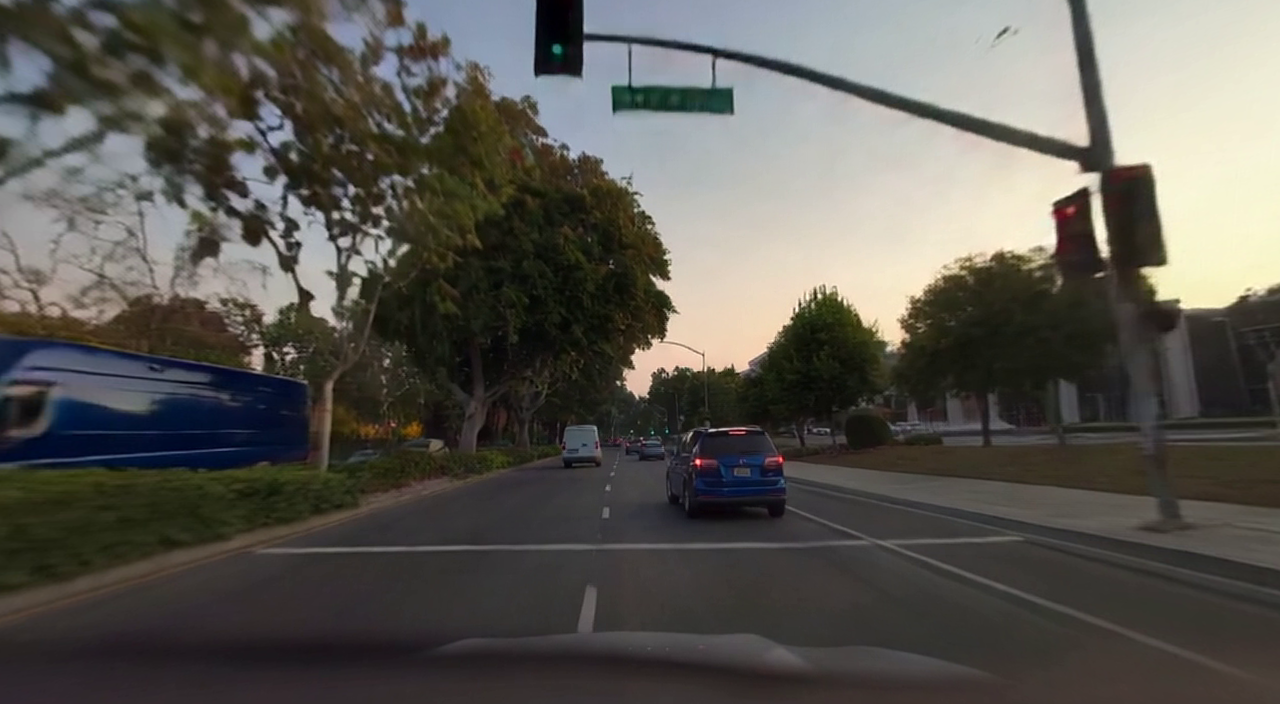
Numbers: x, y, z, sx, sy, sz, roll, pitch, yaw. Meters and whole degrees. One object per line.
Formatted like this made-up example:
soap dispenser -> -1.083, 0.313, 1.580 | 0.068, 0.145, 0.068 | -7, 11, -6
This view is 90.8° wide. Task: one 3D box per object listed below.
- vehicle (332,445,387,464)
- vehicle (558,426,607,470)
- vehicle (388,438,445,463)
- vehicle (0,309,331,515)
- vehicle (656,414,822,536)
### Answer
vehicle -> -17.661, 6.442, 39.967 | 1.731, 1.110, 4.413 | 0, -8, -4
vehicle -> -2.815, 4.822, 31.925 | 2.228, 2.054, 4.309 | 0, -8, -1
vehicle -> -13.307, 5.880, 37.897 | 1.841, 1.407, 4.736 | 0, -8, -2
vehicle -> -12.754, 1.879, 17.144 | 3.206, 3.740, 11.455 | 0, -8, -1
vehicle -> 1.448, 2.015, 10.966 | 1.965, 1.671, 4.146 | 0, -8, -3
